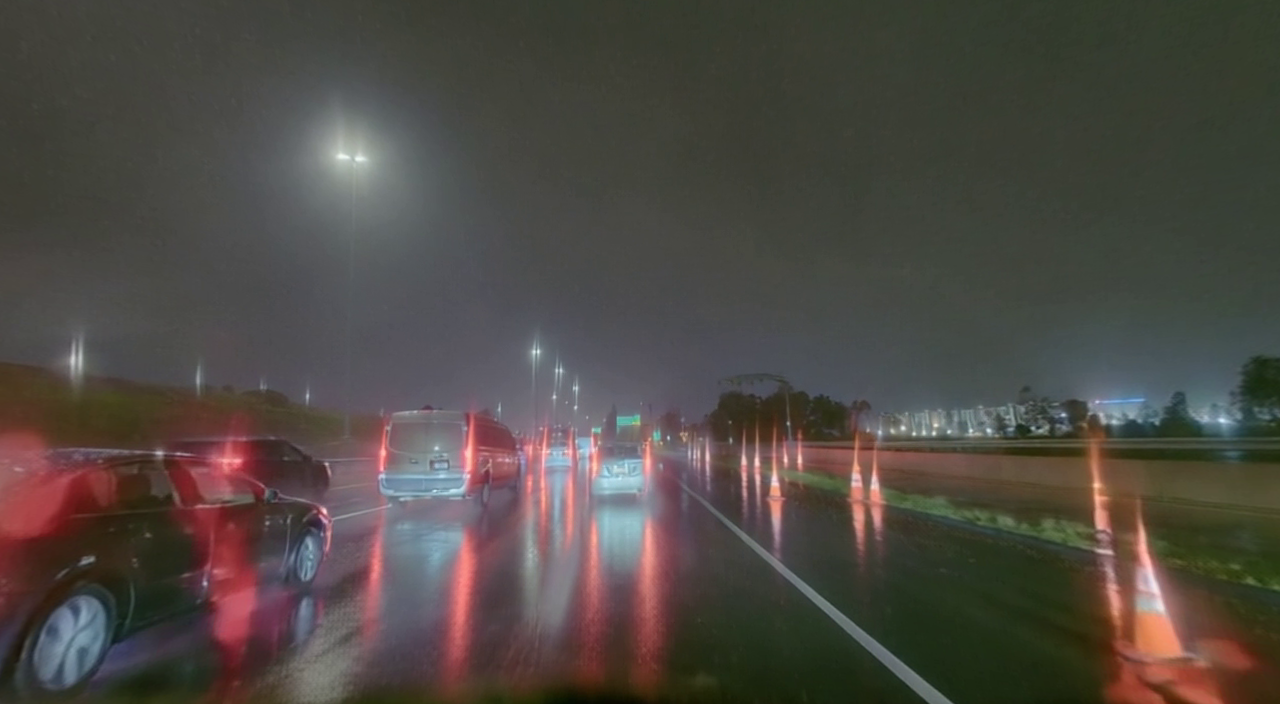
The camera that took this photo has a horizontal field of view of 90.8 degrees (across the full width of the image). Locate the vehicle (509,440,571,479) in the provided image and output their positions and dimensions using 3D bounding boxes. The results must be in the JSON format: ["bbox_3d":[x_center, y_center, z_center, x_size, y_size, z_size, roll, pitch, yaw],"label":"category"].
[{"bbox_3d":[-3.989,4.326,25.727,1.824,1.459,4.007,0,-9,1],"label":"vehicle"}]

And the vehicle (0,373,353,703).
[{"bbox_3d":[-3.841,1.061,3.849,2.041,1.604,4.384,0,-9,1],"label":"vehicle"}]

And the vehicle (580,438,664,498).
[{"bbox_3d":[-0.468,3.163,17.608,2.069,1.484,3.918,0,-9,-1],"label":"vehicle"}]

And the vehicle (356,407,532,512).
[{"bbox_3d":[-4.286,2.505,15.118,2.324,2.012,5.740,0,-9,0],"label":"vehicle"}]
